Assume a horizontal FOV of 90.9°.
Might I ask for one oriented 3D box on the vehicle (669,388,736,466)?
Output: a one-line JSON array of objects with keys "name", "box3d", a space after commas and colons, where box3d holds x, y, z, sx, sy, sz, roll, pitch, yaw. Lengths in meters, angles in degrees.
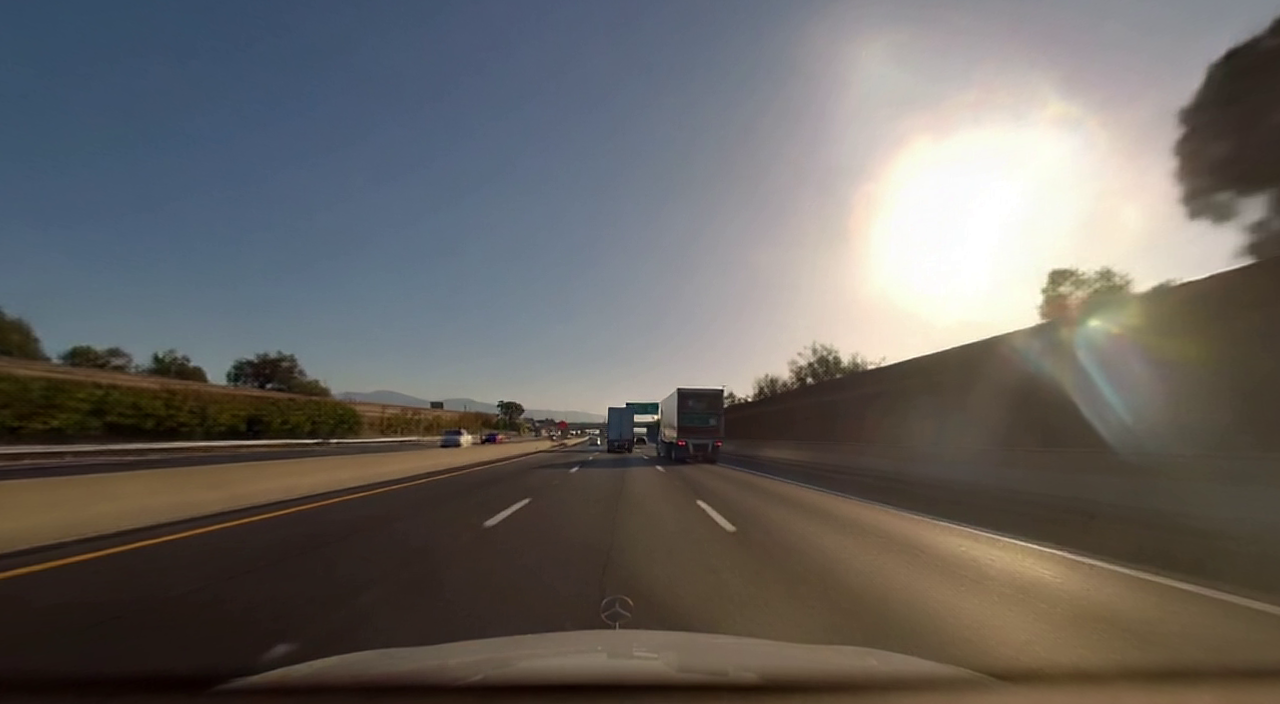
[{"name": "vehicle", "box3d": [3.433, 4.462, 37.000, 2.873, 3.998, 8.286, 0, -8, -2]}]
